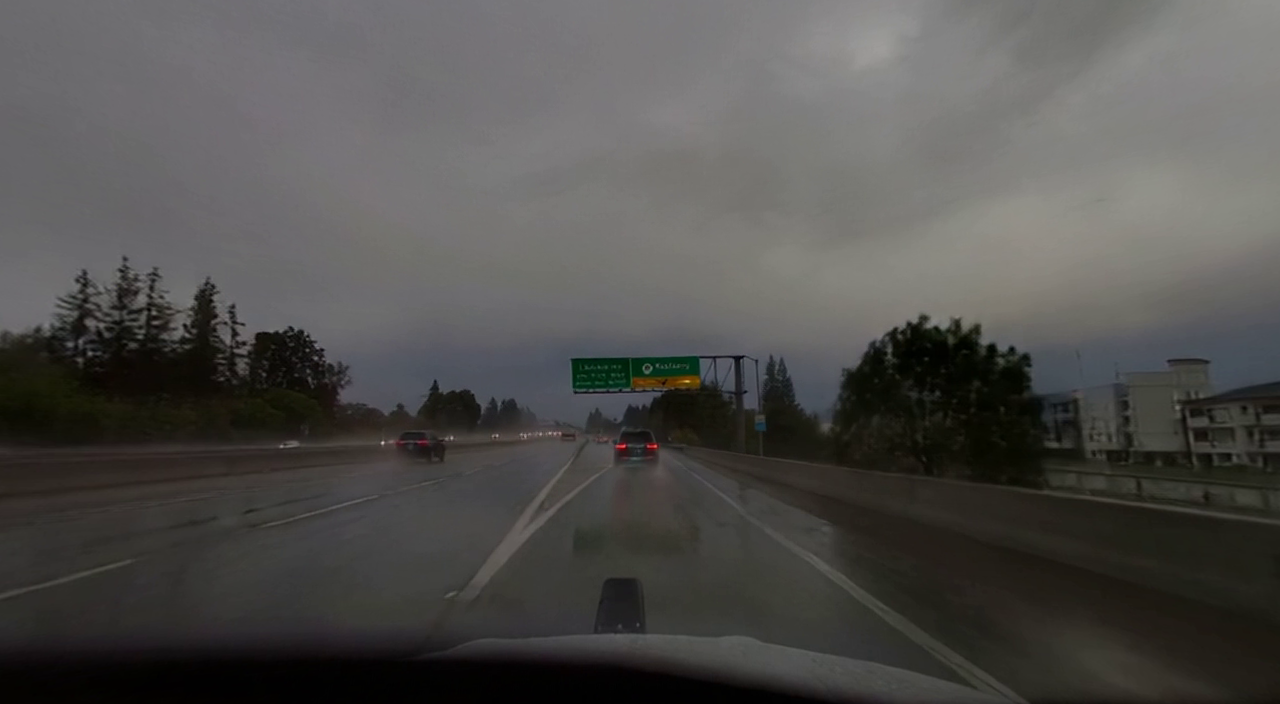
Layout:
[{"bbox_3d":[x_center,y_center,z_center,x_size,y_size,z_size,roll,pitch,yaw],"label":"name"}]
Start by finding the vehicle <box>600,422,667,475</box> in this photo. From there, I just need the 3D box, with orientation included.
[{"bbox_3d":[-0.266,4.009,26.416,2.497,1.957,5.432,0,-8,-1],"label":"vehicle"}]

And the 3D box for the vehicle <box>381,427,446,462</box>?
[{"bbox_3d":[-13.540,5.587,38.164,2.289,1.955,5.147,1,-9,-4],"label":"vehicle"}]
